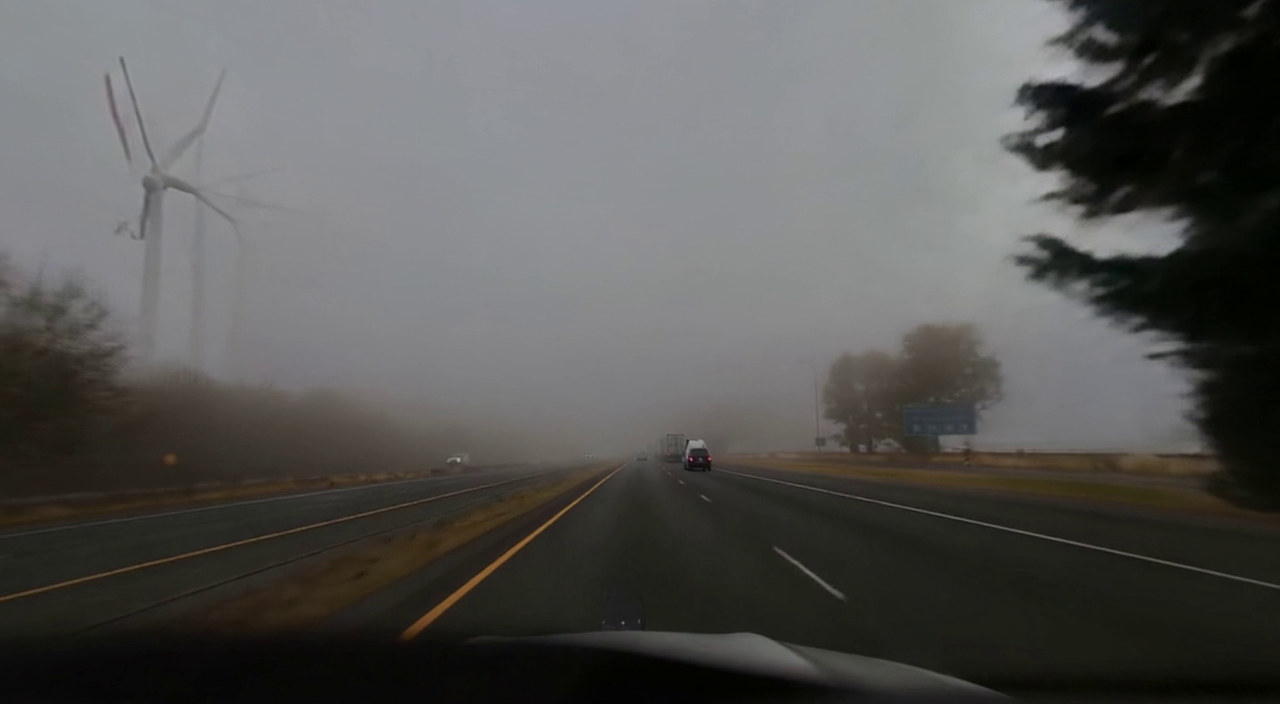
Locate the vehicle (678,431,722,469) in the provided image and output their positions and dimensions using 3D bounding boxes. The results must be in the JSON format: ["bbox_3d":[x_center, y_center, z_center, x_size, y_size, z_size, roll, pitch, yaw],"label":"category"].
[{"bbox_3d":[4.384,7.338,47.203,2.609,2.648,5.397,0,-9,-2],"label":"vehicle"}]
